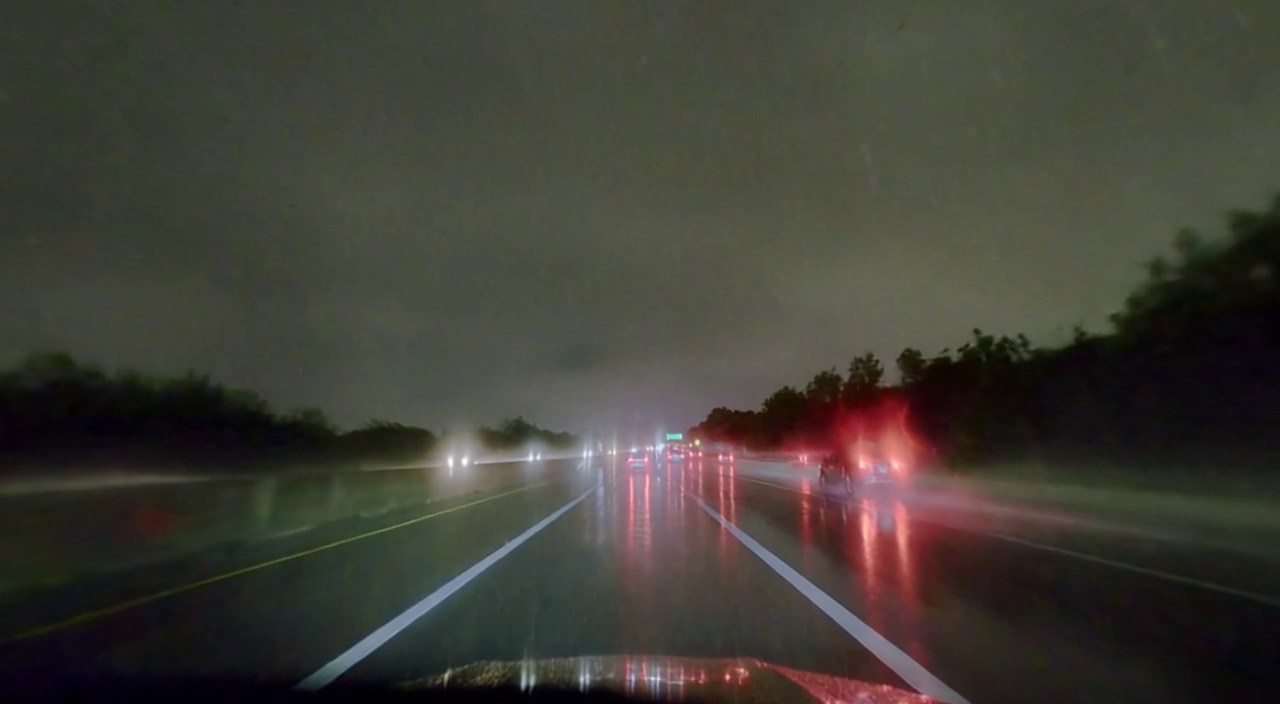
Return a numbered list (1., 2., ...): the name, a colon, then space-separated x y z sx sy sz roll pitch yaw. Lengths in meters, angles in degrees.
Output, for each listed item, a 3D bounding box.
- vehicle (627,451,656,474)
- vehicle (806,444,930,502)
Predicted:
1. vehicle: 0.131 8.122 46.299 2.025 1.526 4.181 -1 -9 1
2. vehicle: 6.823 3.648 19.378 2.008 1.533 4.592 -1 -9 -1
